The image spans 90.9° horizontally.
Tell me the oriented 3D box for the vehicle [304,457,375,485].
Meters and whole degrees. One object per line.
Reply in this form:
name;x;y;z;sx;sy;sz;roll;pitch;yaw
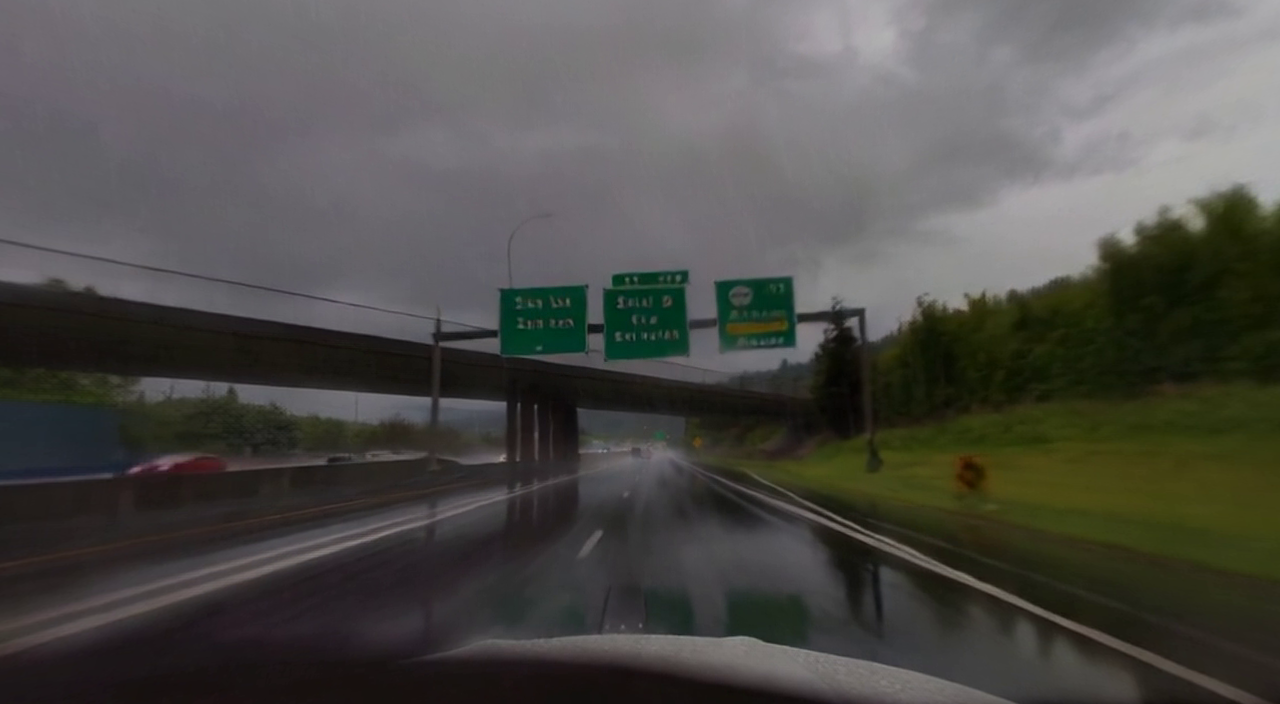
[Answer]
vehicle;-17.405;6.924;36.790;1.828;1.451;4.463;0;-9;2
